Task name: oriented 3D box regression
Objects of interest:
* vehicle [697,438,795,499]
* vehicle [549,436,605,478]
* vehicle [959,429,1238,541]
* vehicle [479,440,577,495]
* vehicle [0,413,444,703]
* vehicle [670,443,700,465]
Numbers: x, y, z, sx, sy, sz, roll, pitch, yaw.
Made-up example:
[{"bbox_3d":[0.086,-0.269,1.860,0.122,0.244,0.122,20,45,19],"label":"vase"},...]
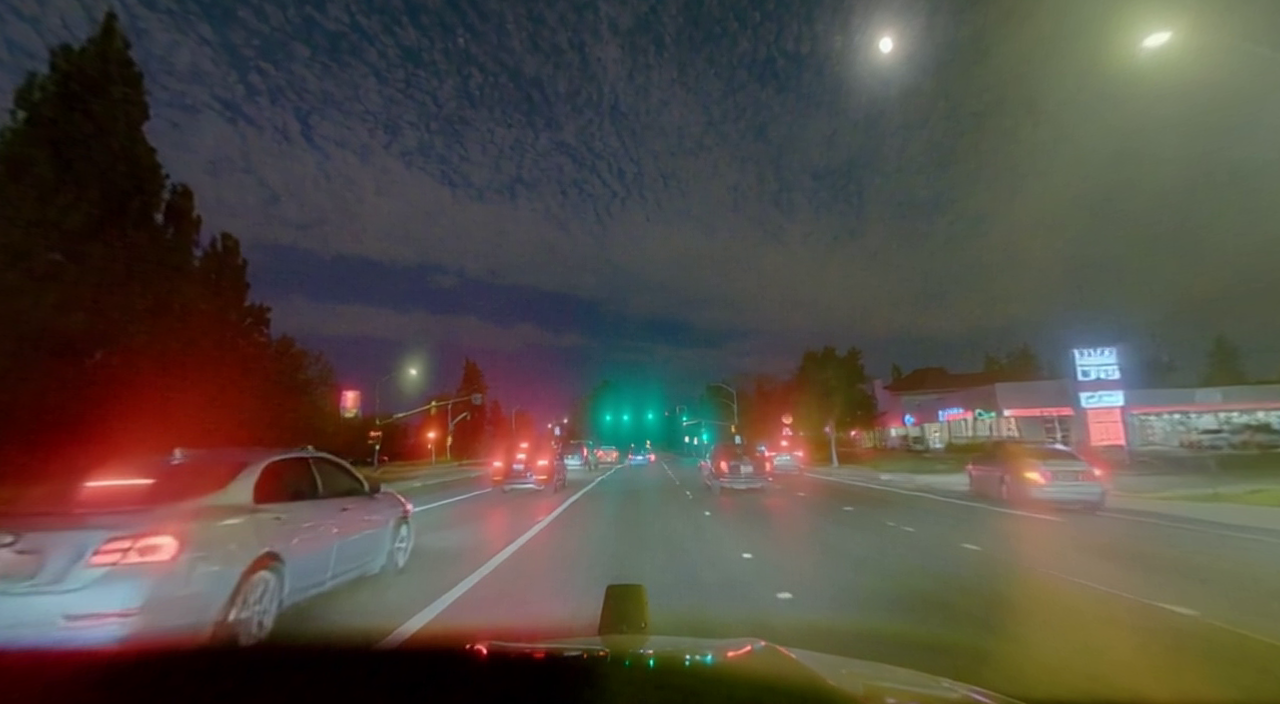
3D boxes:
[{"bbox_3d":[2.855,3.240,18.001,2.004,1.512,4.206,0,-8,-1],"label":"vehicle"},{"bbox_3d":[-2.971,5.076,30.703,2.187,1.825,4.621,0,-8,1],"label":"vehicle"},{"bbox_3d":[7.736,2.251,11.452,2.070,1.547,4.941,-2,-9,10],"label":"vehicle"},{"bbox_3d":[-3.305,3.528,19.648,2.087,1.494,4.626,-1,-8,2],"label":"vehicle"},{"bbox_3d":[-3.183,1.308,4.737,1.952,1.457,4.372,0,-8,1],"label":"vehicle"},{"bbox_3d":[3.439,7.990,49.337,2.030,1.628,4.080,0,-8,0],"label":"vehicle"}]
